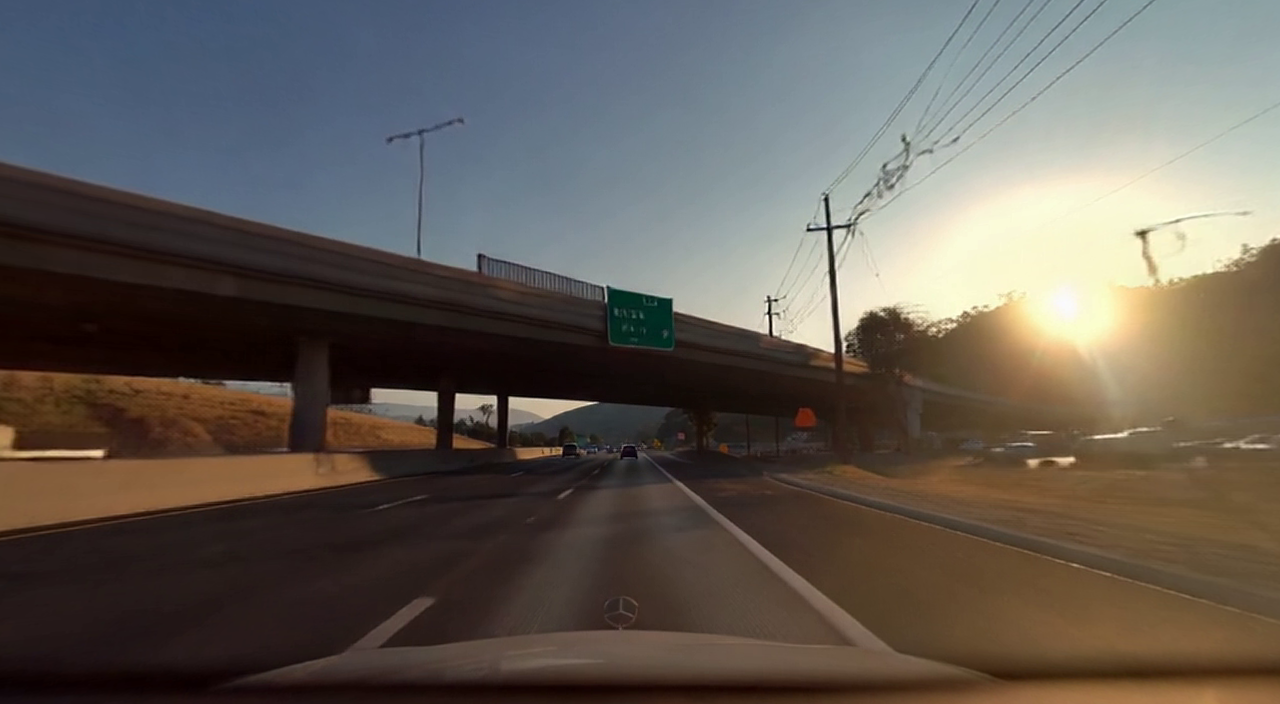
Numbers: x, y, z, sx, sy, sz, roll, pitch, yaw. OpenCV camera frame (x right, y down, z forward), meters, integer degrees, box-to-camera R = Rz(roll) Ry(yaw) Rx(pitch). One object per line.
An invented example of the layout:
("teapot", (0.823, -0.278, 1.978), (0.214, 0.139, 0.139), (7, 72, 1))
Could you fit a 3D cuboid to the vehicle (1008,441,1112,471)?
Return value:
("vehicle", (26.972, 6.667, 41.472), (2.662, 1.574, 14.296), (-5, -9, 21))
